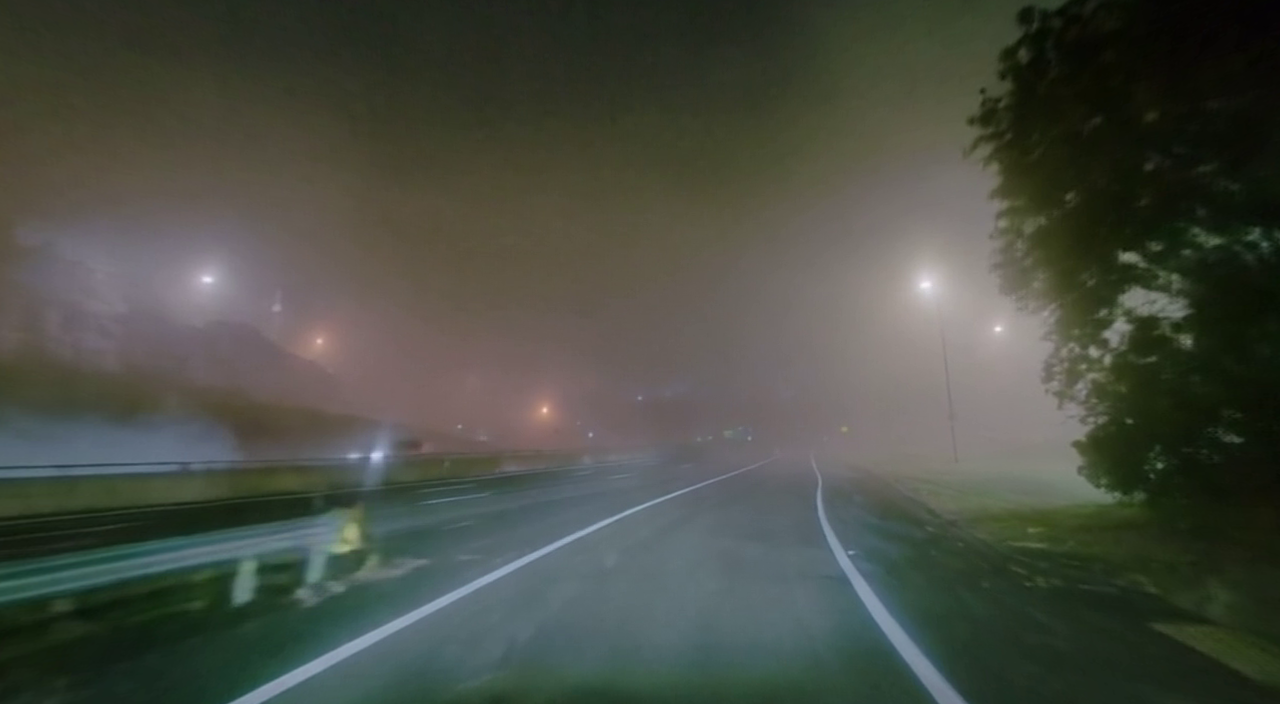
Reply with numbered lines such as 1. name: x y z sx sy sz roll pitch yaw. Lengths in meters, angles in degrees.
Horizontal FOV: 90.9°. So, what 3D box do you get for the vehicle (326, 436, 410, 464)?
1. vehicle: -15.283 5.530 35.654 1.919 1.484 4.248 -3 -9 19
